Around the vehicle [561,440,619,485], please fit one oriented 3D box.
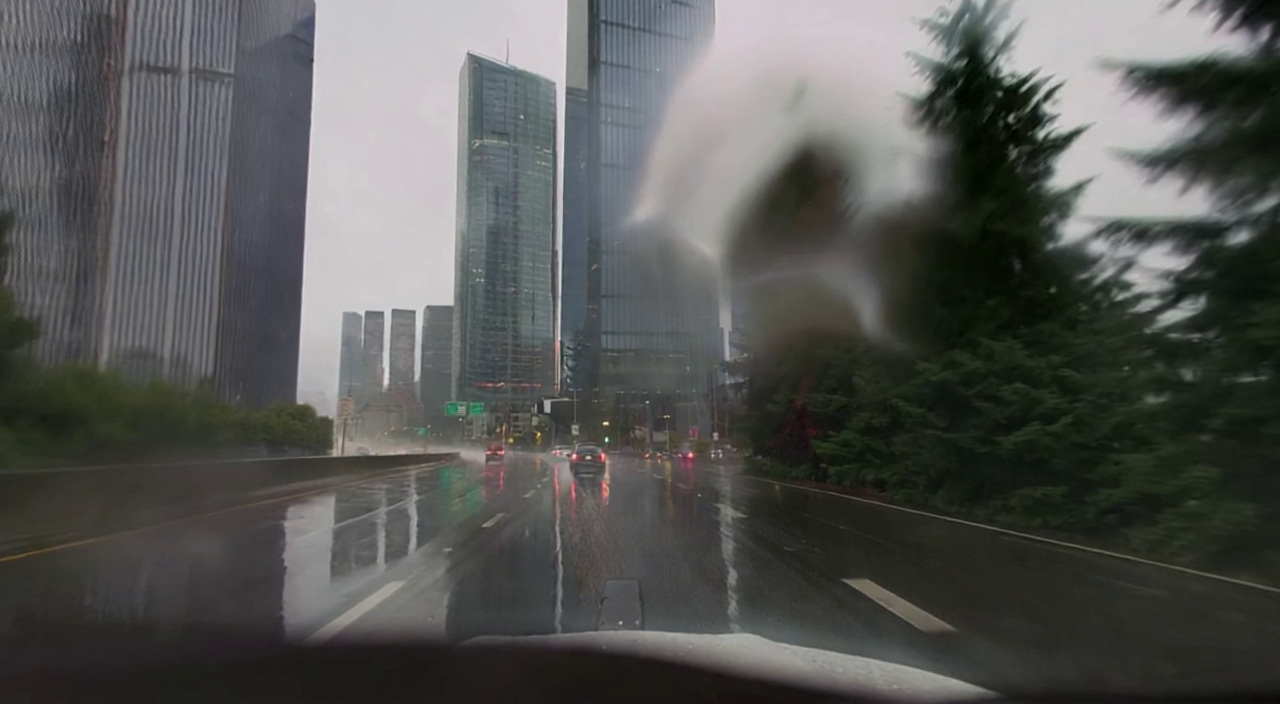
[{"bbox_3d":[-2.096,4.514,25.984,2.183,1.675,4.319,1,-9,-6],"label":"vehicle"}]
